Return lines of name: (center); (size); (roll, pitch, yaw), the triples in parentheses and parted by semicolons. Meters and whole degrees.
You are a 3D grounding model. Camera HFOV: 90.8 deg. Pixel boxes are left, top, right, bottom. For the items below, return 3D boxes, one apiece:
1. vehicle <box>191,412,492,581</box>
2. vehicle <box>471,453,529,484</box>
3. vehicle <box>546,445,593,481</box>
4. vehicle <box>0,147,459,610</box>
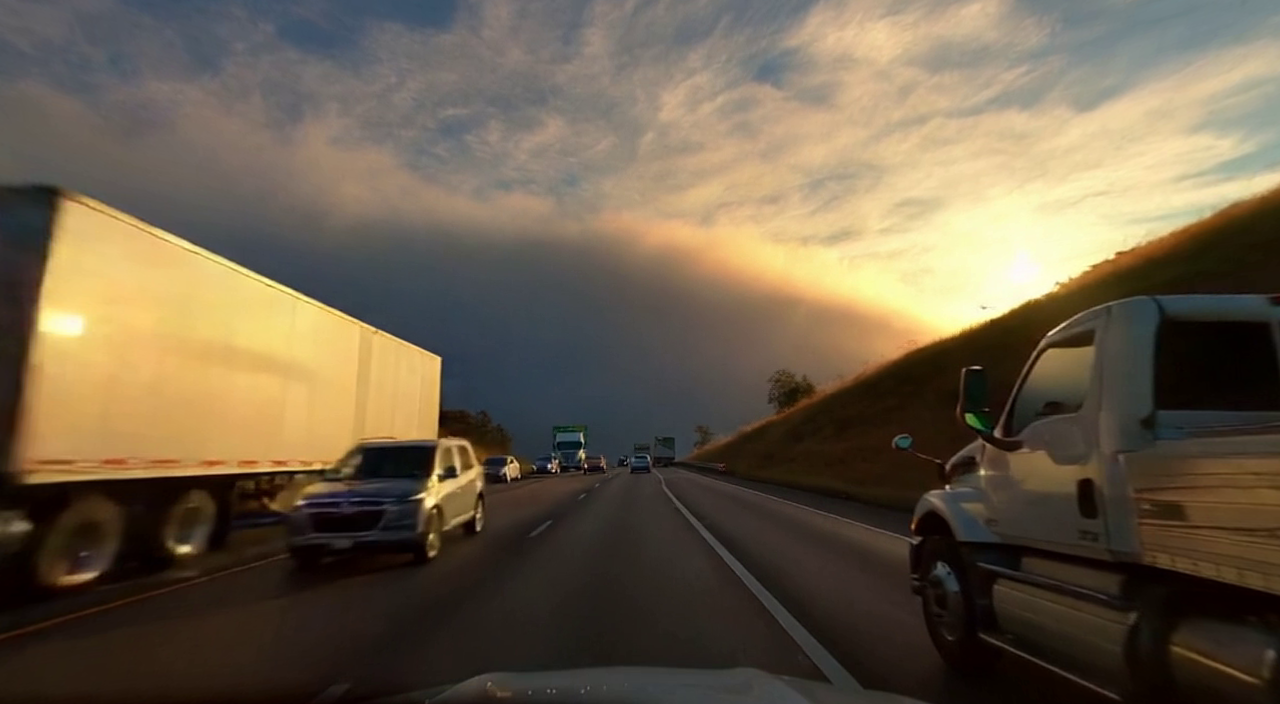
vehicle: (-3.754, 1.914, 9.132); (2.088, 1.800, 4.543); (0, -9, 0)
vehicle: (-7.178, 5.982, 32.809); (1.997, 1.453, 4.497); (0, -9, 0)
vehicle: (-3.847, 6.127, 35.074); (2.127, 1.806, 4.243); (0, -9, 0)
vehicle: (-7.033, 1.246, 12.362); (2.892, 4.087, 14.120); (0, -9, 0)
